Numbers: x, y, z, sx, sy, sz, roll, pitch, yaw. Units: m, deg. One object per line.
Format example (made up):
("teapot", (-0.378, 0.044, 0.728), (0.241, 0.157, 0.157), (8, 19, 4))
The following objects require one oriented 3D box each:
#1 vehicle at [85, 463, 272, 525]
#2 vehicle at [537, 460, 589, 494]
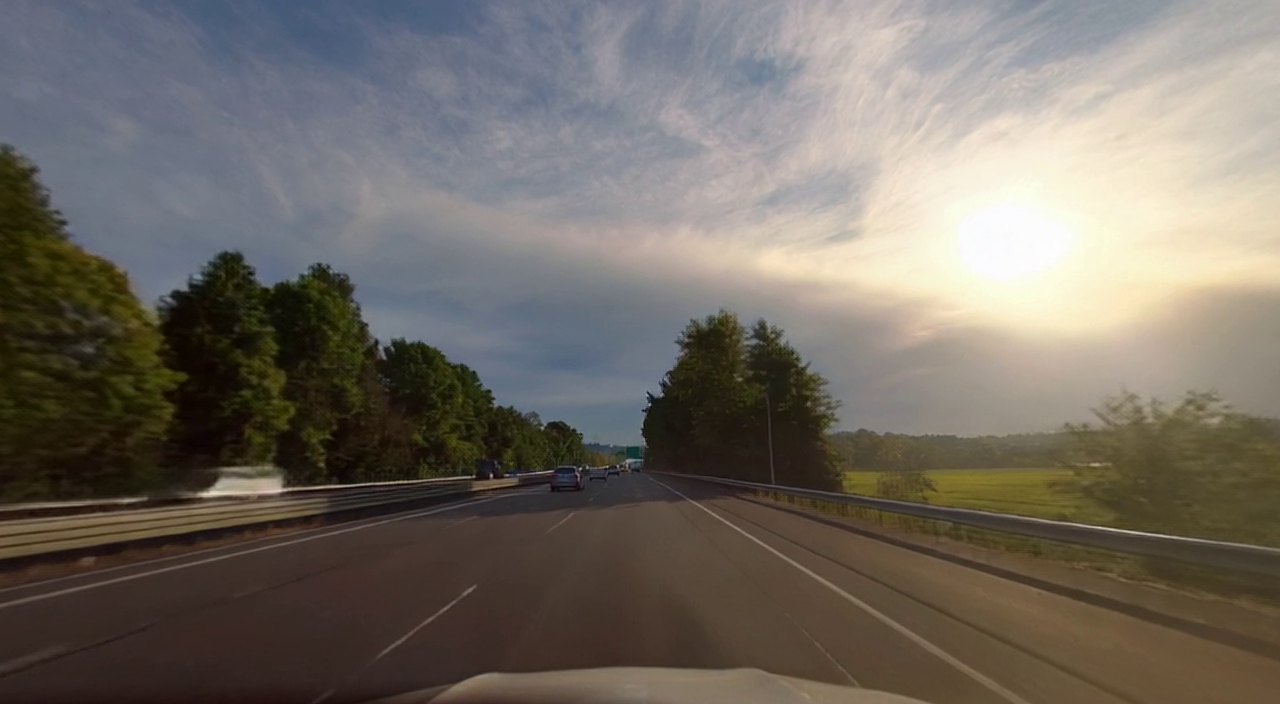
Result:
("vehicle", (-13.037, 4.020, 18.264), (1.942, 1.515, 4.576), (1, -10, 0))
("vehicle", (-3.829, 6.359, 32.182), (2.068, 1.592, 4.479), (1, -10, 0))
